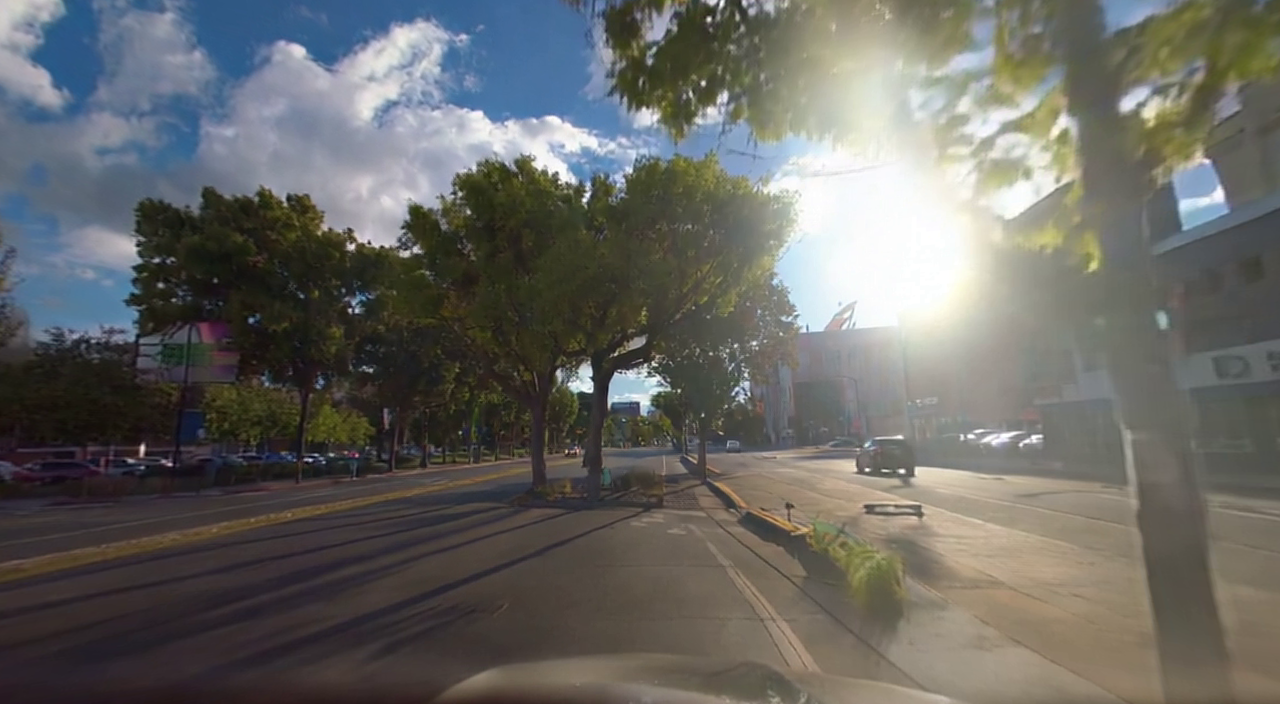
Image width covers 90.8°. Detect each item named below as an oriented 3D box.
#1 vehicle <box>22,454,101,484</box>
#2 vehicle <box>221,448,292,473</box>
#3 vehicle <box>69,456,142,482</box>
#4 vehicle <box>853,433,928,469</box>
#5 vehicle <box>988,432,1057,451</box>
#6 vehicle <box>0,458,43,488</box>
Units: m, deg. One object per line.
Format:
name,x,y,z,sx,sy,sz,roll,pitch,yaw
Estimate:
vehicle,-34.096,6.845,37.169,5.124,1.541,2.121,-6,-10,33
vehicle,-28.369,7.954,46.715,5.483,1.719,2.112,-5,-10,31
vehicle,-34.672,7.562,40.977,4.416,1.541,2.102,-5,-10,30
vehicle,12.577,5.001,32.071,2.100,1.638,4.545,0,-8,2
vehicle,28.055,6.584,46.393,3.839,1.386,1.816,-1,-8,6
vehicle,-35.186,6.679,35.001,4.157,1.458,2.130,-6,-10,35
